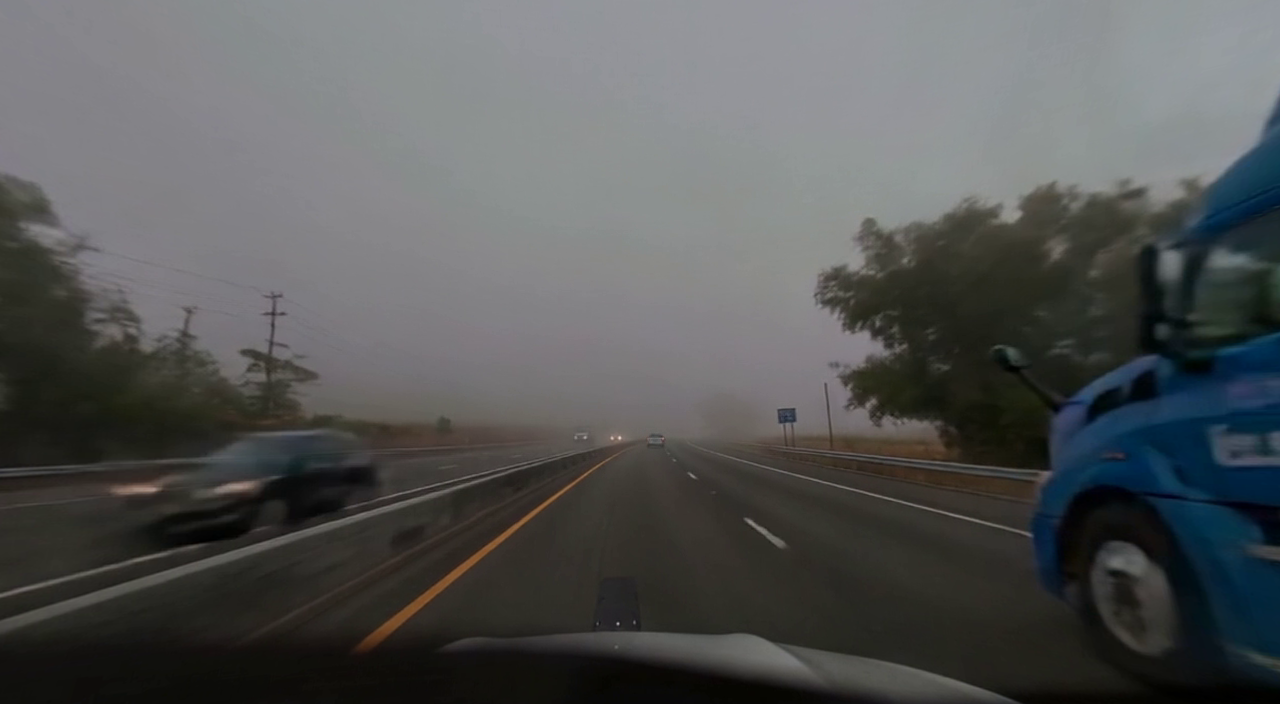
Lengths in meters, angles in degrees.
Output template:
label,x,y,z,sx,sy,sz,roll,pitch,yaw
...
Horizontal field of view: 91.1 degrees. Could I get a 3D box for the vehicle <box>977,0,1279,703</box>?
label,x,y,z,sx,sy,sz,roll,pitch,yaw
vehicle,4.110,-0.367,1.467,2.979,4.151,6.405,0,-8,0

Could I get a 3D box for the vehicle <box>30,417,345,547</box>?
label,x,y,z,sx,sy,sz,roll,pitch,yaw
vehicle,-6.908,1.988,10.366,2.184,1.670,4.163,0,-8,-3
